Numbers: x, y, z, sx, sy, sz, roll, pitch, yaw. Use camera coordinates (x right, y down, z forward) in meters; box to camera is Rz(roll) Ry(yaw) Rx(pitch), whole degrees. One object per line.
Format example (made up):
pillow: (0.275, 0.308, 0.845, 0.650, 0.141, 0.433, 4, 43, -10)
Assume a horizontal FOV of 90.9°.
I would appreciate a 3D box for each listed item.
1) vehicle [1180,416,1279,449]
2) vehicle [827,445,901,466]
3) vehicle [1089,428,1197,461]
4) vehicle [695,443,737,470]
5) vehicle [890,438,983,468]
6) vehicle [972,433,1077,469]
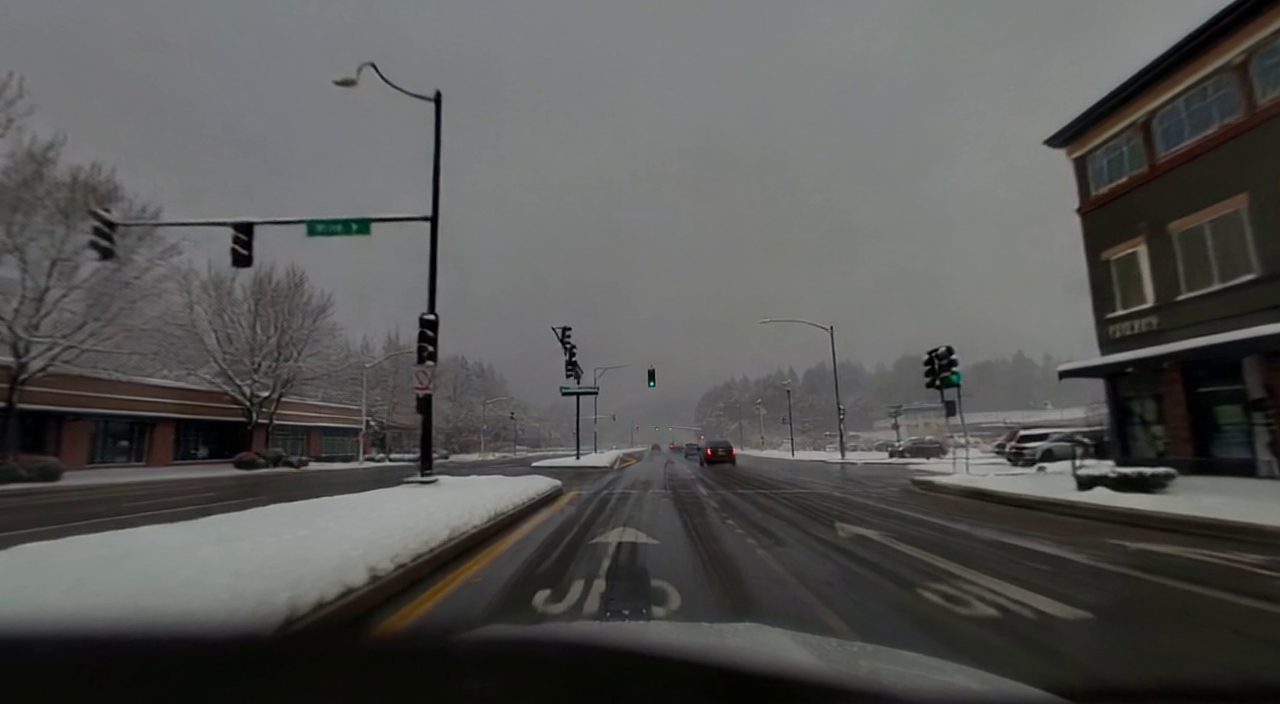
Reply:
vehicle: (35.856, 4.834, 37.879, 4.687, 1.902, 2.162, 0, -9, -1)
vehicle: (15.848, 7.288, 44.568, 4.581, 1.434, 1.893, -5, -10, 30)
vehicle: (27.222, 5.016, 34.162, 4.280, 1.734, 1.964, 1, -9, -6)
vehicle: (4.500, 6.269, 38.001, 2.038, 1.528, 4.259, 0, -8, 1)
vehicle: (17.569, 6.017, 37.553, 4.491, 1.702, 2.094, -1, -9, 5)
vehicle: (20.709, 5.348, 34.067, 4.341, 1.845, 1.984, 0, -9, 0)
